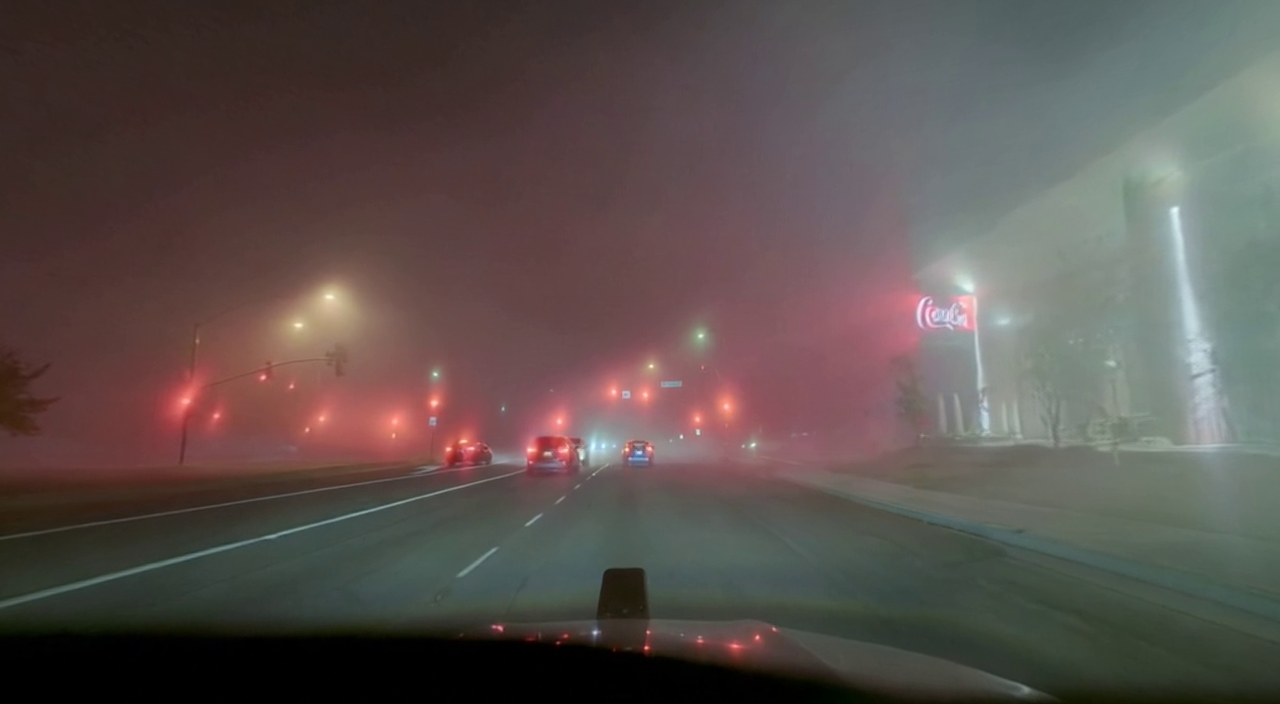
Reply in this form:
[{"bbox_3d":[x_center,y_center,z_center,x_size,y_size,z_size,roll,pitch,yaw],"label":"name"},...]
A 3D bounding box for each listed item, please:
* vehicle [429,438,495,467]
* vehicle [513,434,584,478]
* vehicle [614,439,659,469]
[{"bbox_3d":[-9.733,5.542,34.891,2.096,1.474,4.585,-1,-8,3],"label":"vehicle"},{"bbox_3d":[-3.414,3.997,24.461,2.029,1.517,4.375,0,-8,1],"label":"vehicle"},{"bbox_3d":[-0.135,5.457,34.070,2.258,1.507,3.896,-1,-8,2],"label":"vehicle"}]
